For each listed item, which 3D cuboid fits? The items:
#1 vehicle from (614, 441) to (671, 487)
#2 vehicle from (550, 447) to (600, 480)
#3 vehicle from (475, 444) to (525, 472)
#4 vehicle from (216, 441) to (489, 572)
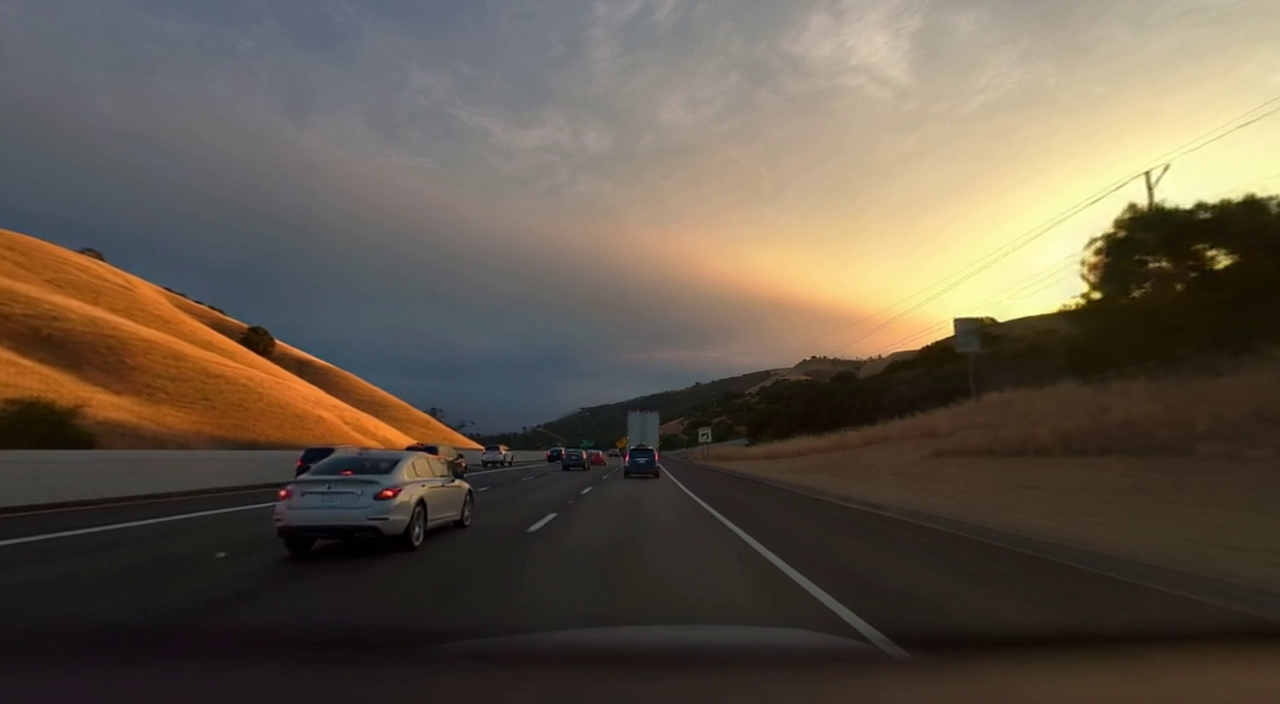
[{"bbox_3d":[0.107,4.818,27.494,2.281,1.795,4.297,1,-9,0],"label":"vehicle"},{"bbox_3d":[-3.494,6.075,34.621,2.155,1.661,4.477,0,-9,1],"label":"vehicle"},{"bbox_3d":[-10.941,8.331,49.804,2.421,2.025,6.236,0,-9,1],"label":"vehicle"},{"bbox_3d":[-3.883,2.141,9.610,1.943,1.468,4.547,0,-9,1],"label":"vehicle"}]
